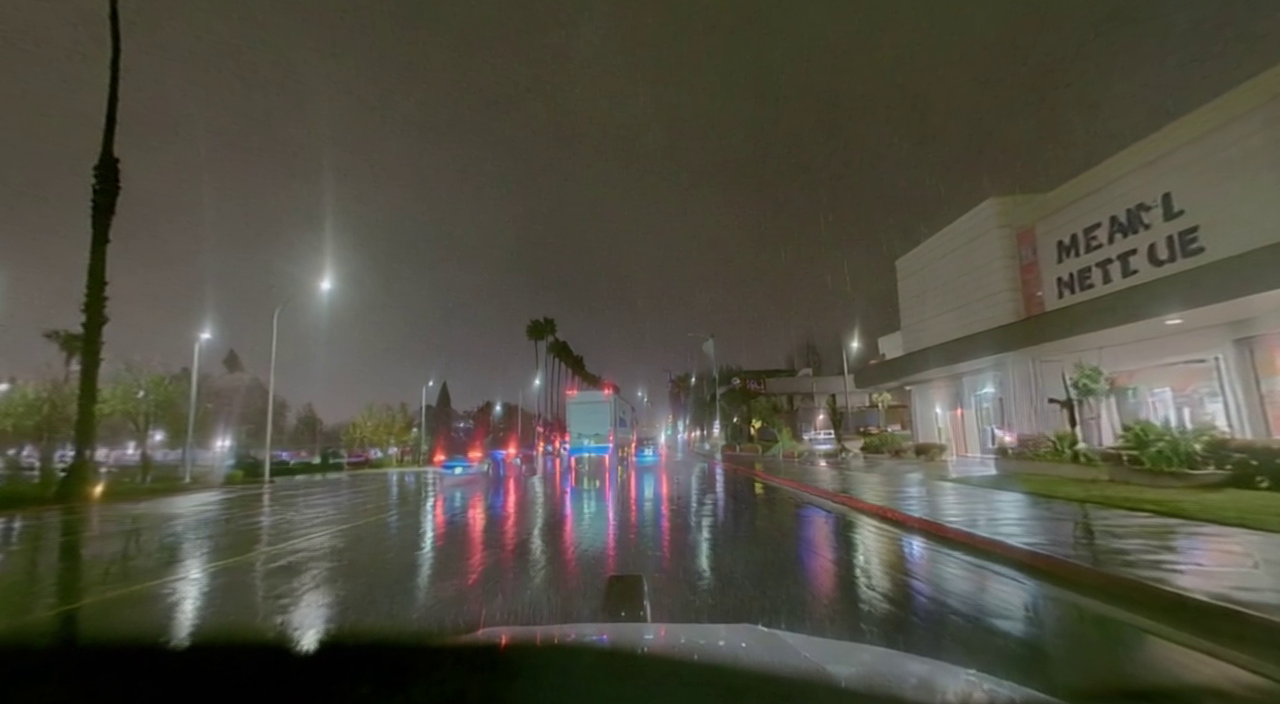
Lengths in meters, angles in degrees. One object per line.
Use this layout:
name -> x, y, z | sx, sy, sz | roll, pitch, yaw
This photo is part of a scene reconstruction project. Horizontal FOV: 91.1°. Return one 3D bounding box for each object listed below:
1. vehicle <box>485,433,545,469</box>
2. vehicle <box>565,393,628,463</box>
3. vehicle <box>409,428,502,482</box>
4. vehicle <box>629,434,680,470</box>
vehicle -> -6.583, 5.285, 33.588 | 2.143, 1.736, 4.648 | 0, -9, 1
vehicle -> -2.554, 5.132, 41.132 | 2.992, 3.949, 11.815 | 0, -9, 1
vehicle -> -6.817, 3.852, 23.740 | 2.014, 1.830, 4.281 | 0, -9, 3
vehicle -> 0.624, 4.557, 28.627 | 2.144, 1.514, 4.063 | 0, -9, 1
